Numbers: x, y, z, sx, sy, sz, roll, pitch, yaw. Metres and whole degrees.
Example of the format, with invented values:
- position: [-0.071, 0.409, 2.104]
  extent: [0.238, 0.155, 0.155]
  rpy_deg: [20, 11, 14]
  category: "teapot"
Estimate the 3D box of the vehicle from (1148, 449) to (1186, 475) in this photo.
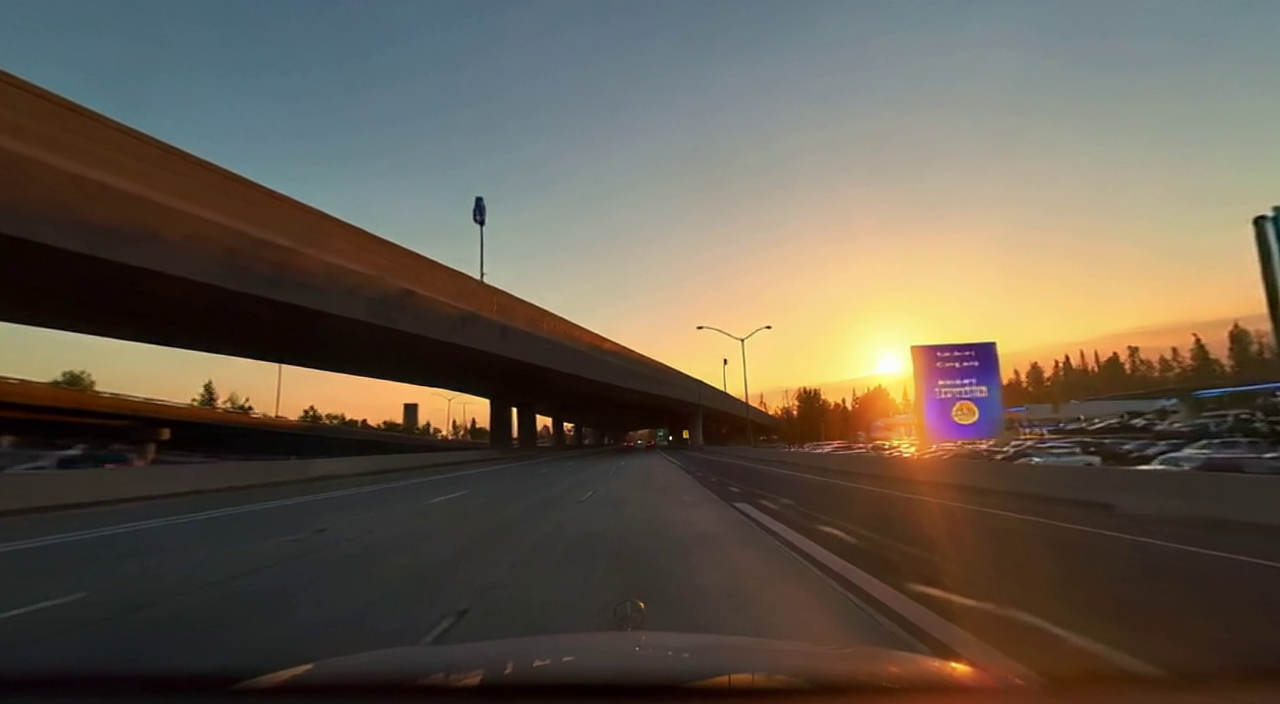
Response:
- position: [34.636, 7.187, 41.408]
  extent: [1.680, 1.523, 3.951]
  rpy_deg: [-7, -10, 40]
  category: "vehicle"

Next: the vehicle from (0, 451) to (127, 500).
- position: [-20.667, 4.194, 21.788]
  extent: [2.077, 1.437, 4.430]
  rpy_deg: [0, -8, 1]
  category: "vehicle"

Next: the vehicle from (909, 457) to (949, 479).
- position: [20.026, 8.019, 43.569]
  extent: [1.677, 1.342, 3.266]
  rpy_deg: [-6, -10, 38]
  category: "vehicle"

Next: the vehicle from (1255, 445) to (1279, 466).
- position: [45.646, 7.420, 45.495]
  extent: [1.650, 1.436, 3.719]
  rpy_deg: [-7, -11, 43]
  category: "vehicle"

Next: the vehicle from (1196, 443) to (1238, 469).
- position: [42.610, 7.661, 46.508]
  extent: [4.792, 1.577, 1.849]
  rpy_deg: [4, -11, -45]
  category: "vehicle"
